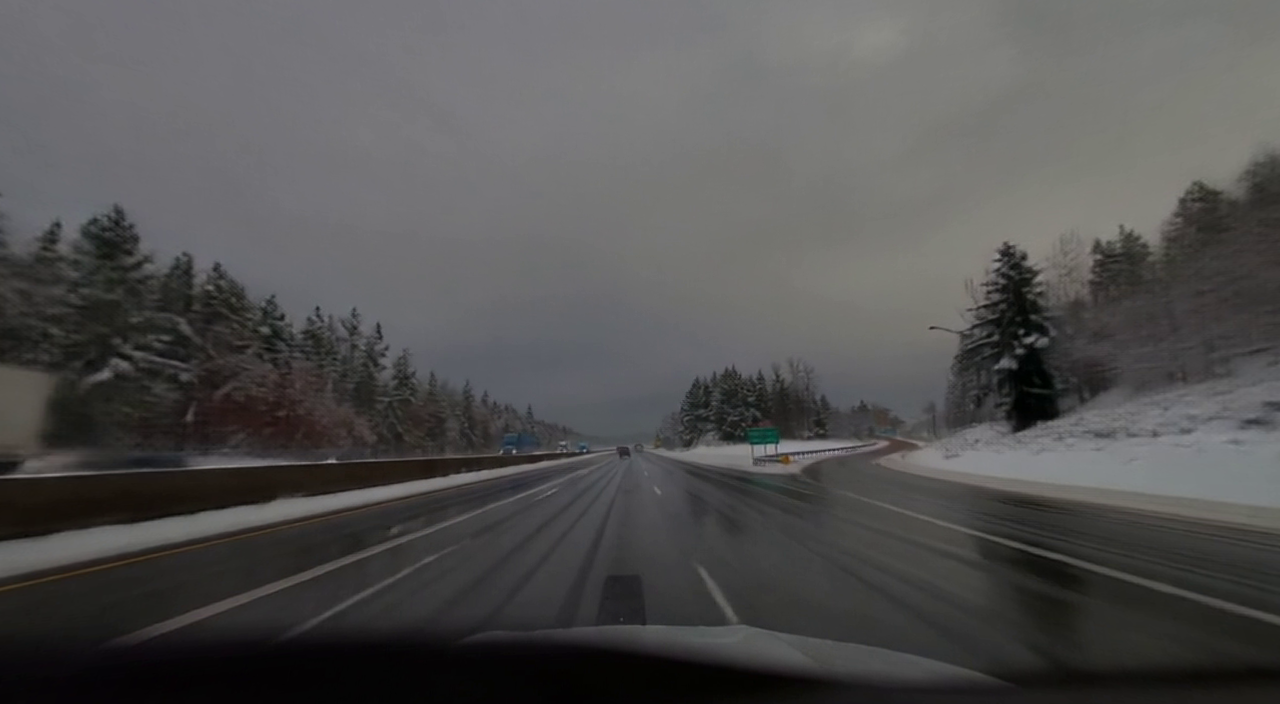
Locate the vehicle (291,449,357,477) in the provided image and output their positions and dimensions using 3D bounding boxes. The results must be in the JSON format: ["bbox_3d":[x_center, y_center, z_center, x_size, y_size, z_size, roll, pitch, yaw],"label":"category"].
[{"bbox_3d":[-19.315,6.758,38.750,1.894,1.632,4.208,0,-9,-1],"label":"vehicle"}]

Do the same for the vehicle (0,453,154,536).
[{"bbox_3d":[-12.322,2.817,12.935,1.706,1.442,3.740,0,-9,0],"label":"vehicle"}]
